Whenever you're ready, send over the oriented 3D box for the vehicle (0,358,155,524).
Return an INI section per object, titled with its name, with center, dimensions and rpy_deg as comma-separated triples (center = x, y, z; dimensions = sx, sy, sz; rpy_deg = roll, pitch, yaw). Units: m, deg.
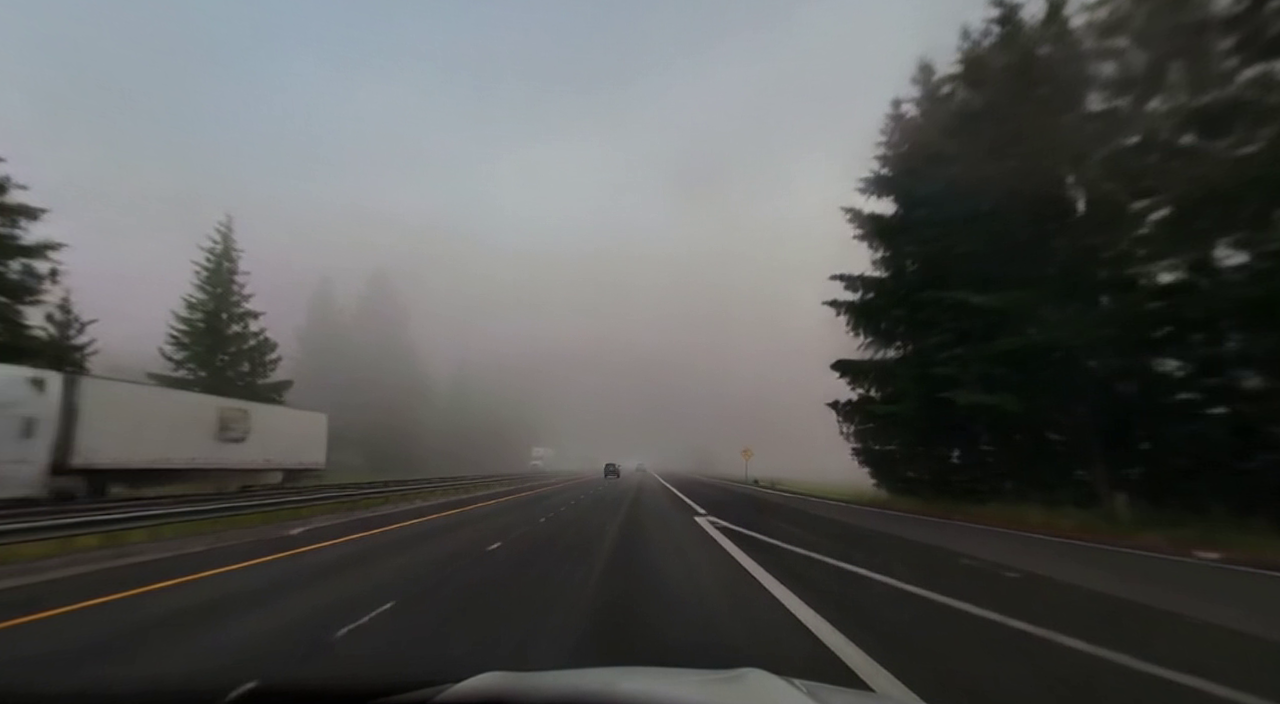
[vehicle]
center = -17.270, 2.468, 17.139
dimensions = 3.002, 4.023, 5.968
rpy_deg = 0, -10, 0
